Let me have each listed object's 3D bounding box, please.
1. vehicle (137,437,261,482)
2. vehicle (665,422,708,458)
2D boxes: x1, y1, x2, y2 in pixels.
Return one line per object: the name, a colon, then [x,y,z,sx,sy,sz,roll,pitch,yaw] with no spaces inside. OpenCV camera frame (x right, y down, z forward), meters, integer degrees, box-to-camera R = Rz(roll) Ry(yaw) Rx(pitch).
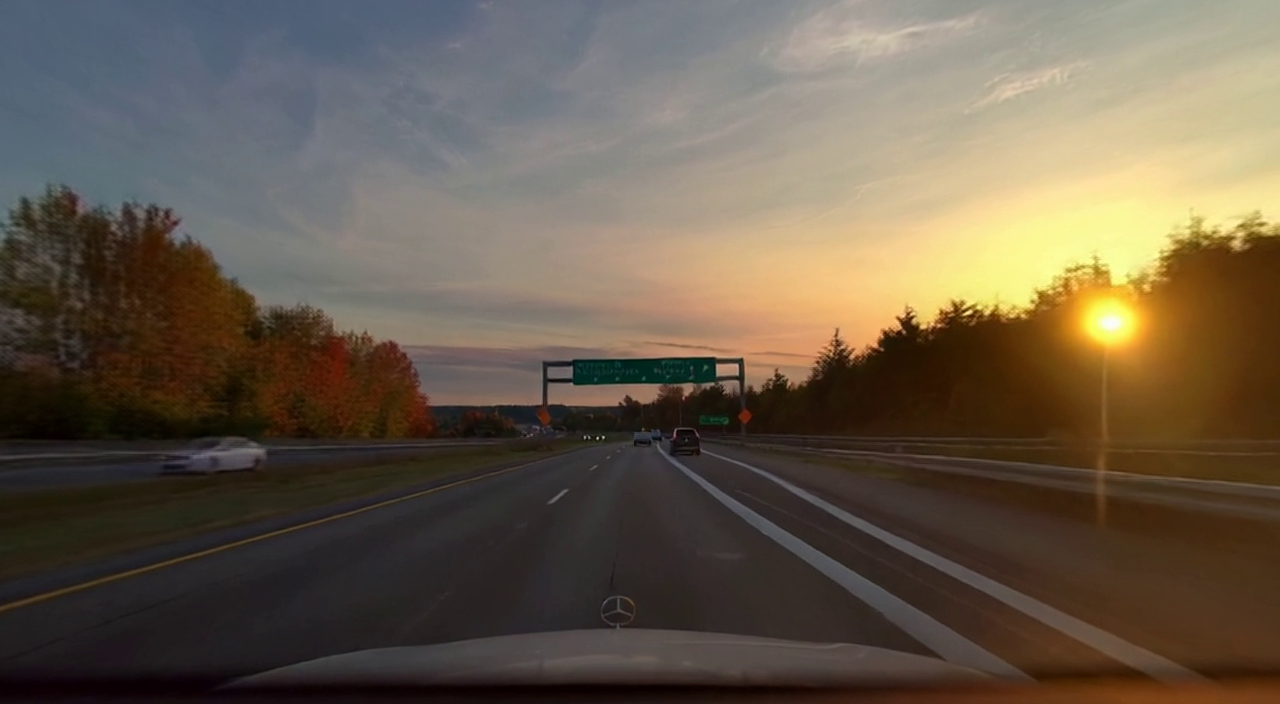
vehicle: [-15.418,3.743,22.296,1.727,1.439,3.695,0,-8,-1]
vehicle: [3.100,5.991,42.931,2.450,2.314,4.753,0,-8,-1]
